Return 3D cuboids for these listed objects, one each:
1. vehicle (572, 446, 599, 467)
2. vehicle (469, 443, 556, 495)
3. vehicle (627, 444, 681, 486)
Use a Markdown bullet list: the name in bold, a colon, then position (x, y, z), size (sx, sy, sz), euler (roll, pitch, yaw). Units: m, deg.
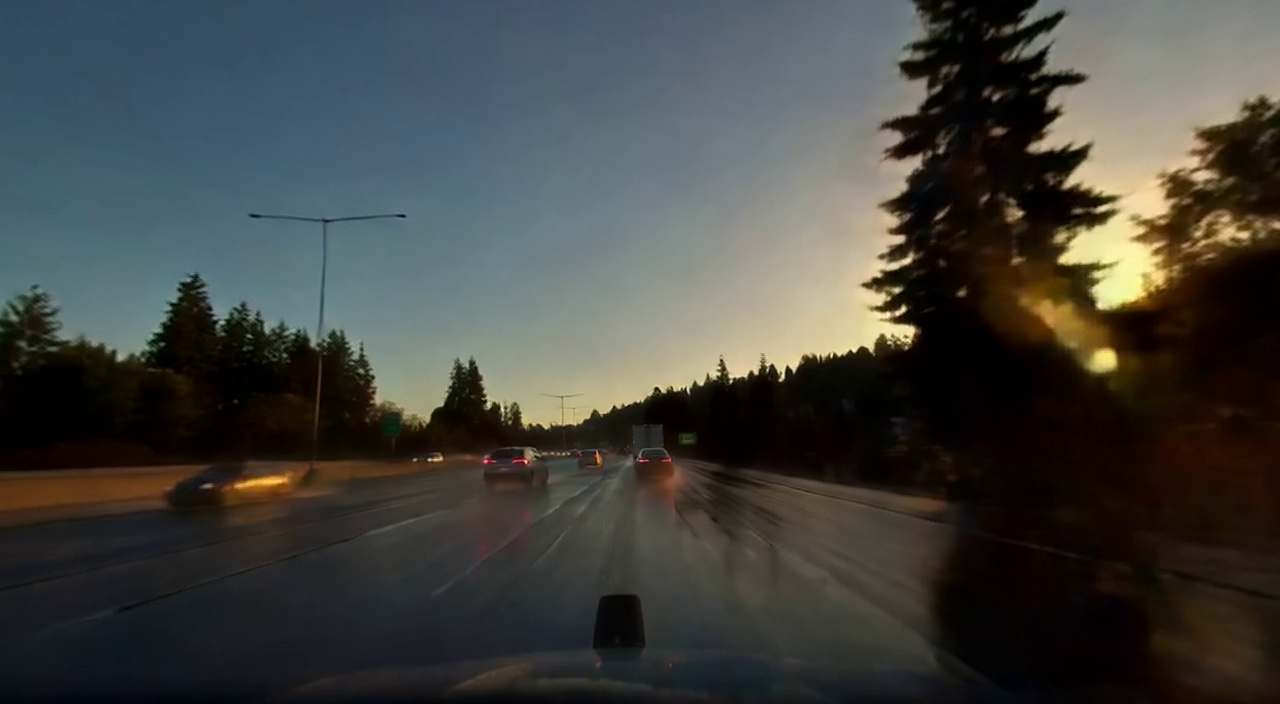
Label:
- **vehicle**: position (-4.232, 8.193, 49.157), size (1.837, 1.530, 3.844), euler (0, -9, -1)
- **vehicle**: position (-4.059, 3.801, 20.743), size (1.940, 1.502, 4.463), euler (0, -9, 0)
- **vehicle**: position (0.518, 4.566, 25.656), size (2.015, 1.526, 4.286), euler (0, -9, 0)
